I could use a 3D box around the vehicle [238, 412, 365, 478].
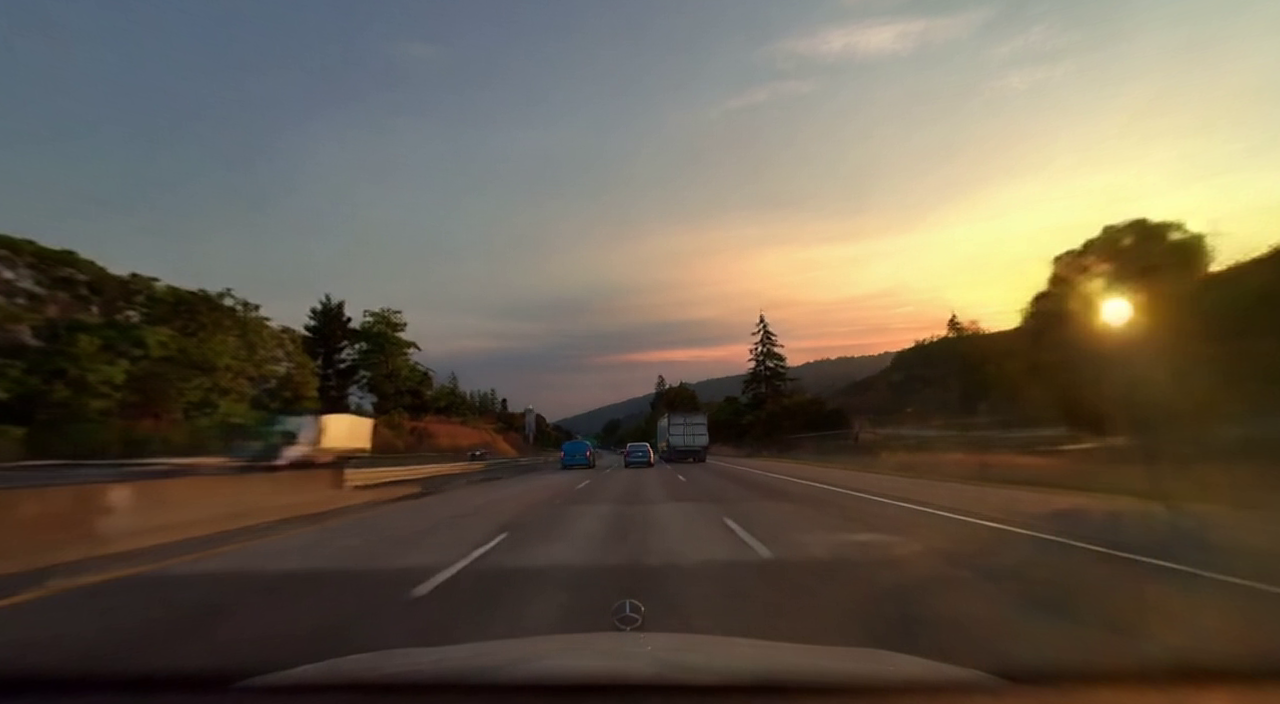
[{"bbox_3d":[-15.429,4.343,29.341,2.271,2.672,6.428,0,-9,0],"label":"vehicle"}]

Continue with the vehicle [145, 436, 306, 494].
[{"bbox_3d":[-11.777,3.225,18.303,1.806,1.465,4.136,0,-9,1],"label":"vehicle"}]

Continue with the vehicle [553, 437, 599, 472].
[{"bbox_3d":[-3.827,6.243,38.460,2.167,1.991,5.062,-1,-9,1],"label":"vehicle"}]

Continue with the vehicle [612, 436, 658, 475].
[{"bbox_3d":[-0.242,5.301,32.340,2.209,1.825,4.036,0,-9,0],"label":"vehicle"}]
